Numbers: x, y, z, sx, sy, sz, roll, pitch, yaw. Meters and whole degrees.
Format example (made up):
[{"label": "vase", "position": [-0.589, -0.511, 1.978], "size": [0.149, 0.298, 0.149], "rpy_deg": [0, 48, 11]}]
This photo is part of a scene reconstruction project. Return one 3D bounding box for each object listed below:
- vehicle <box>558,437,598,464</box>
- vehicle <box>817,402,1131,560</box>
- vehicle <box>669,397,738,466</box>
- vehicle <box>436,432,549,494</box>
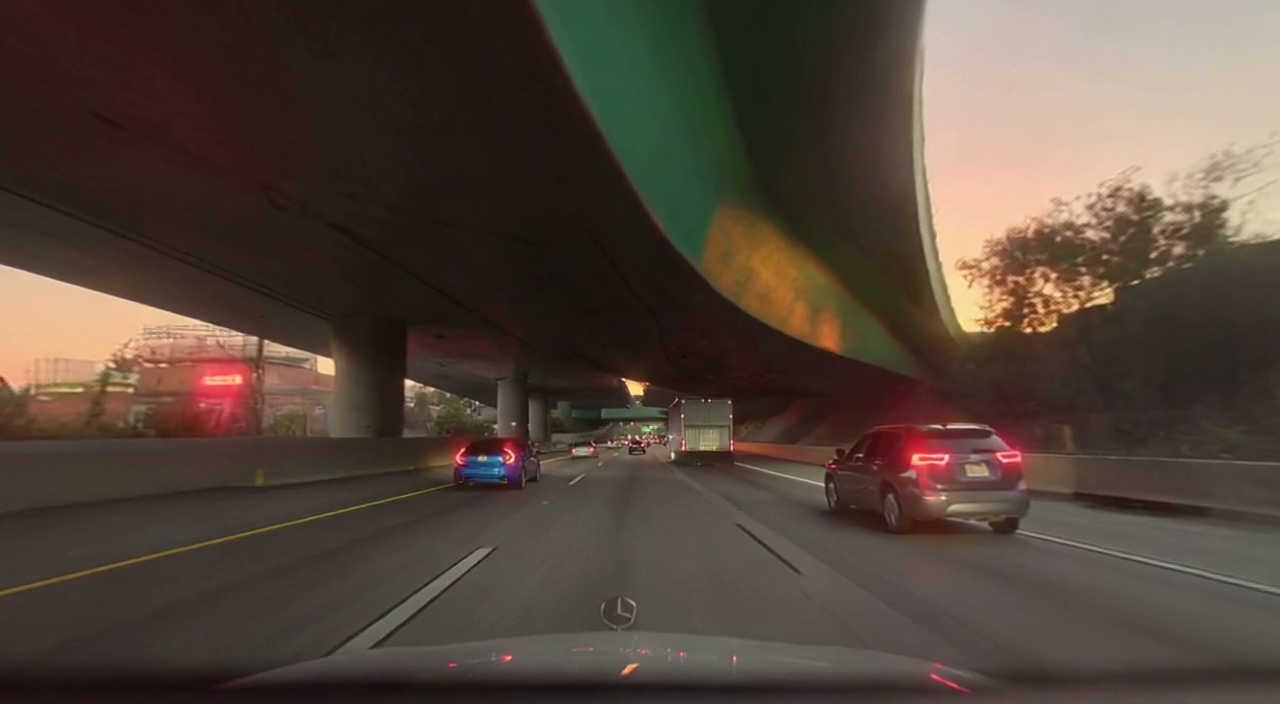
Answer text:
[{"label": "vehicle", "position": [-3.695, 5.980, 38.325], "size": [2.064, 1.479, 4.370], "rpy_deg": [0, -8, -1]}, {"label": "vehicle", "position": [4.079, 1.637, 8.682], "size": [2.001, 1.625, 4.088], "rpy_deg": [0, -8, -1]}, {"label": "vehicle", "position": [3.564, 4.938, 38.399], "size": [2.824, 3.585, 11.410], "rpy_deg": [0, -8, -1]}, {"label": "vehicle", "position": [-4.002, 3.083, 17.928], "size": [2.122, 1.486, 4.532], "rpy_deg": [0, -8, 0]}]
